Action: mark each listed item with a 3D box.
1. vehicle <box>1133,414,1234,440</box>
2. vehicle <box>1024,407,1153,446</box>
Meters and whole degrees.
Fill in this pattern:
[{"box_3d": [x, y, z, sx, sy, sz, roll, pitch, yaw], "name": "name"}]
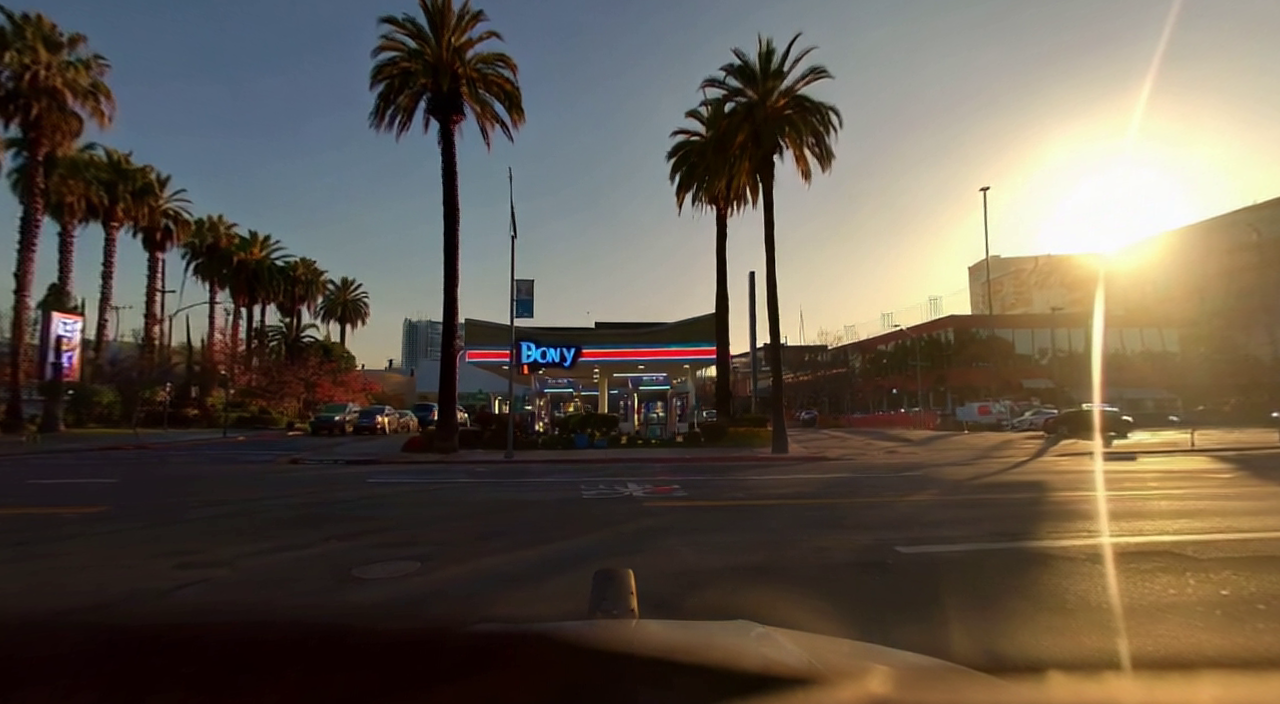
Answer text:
[{"box_3d": [33.889, 4.747, 39.571, 1.805, 1.466, 4.641, 1, -9, -8], "name": "vehicle"}, {"box_3d": [21.992, 3.610, 31.091, 4.880, 1.754, 2.202, 0, -5, -7], "name": "vehicle"}]
